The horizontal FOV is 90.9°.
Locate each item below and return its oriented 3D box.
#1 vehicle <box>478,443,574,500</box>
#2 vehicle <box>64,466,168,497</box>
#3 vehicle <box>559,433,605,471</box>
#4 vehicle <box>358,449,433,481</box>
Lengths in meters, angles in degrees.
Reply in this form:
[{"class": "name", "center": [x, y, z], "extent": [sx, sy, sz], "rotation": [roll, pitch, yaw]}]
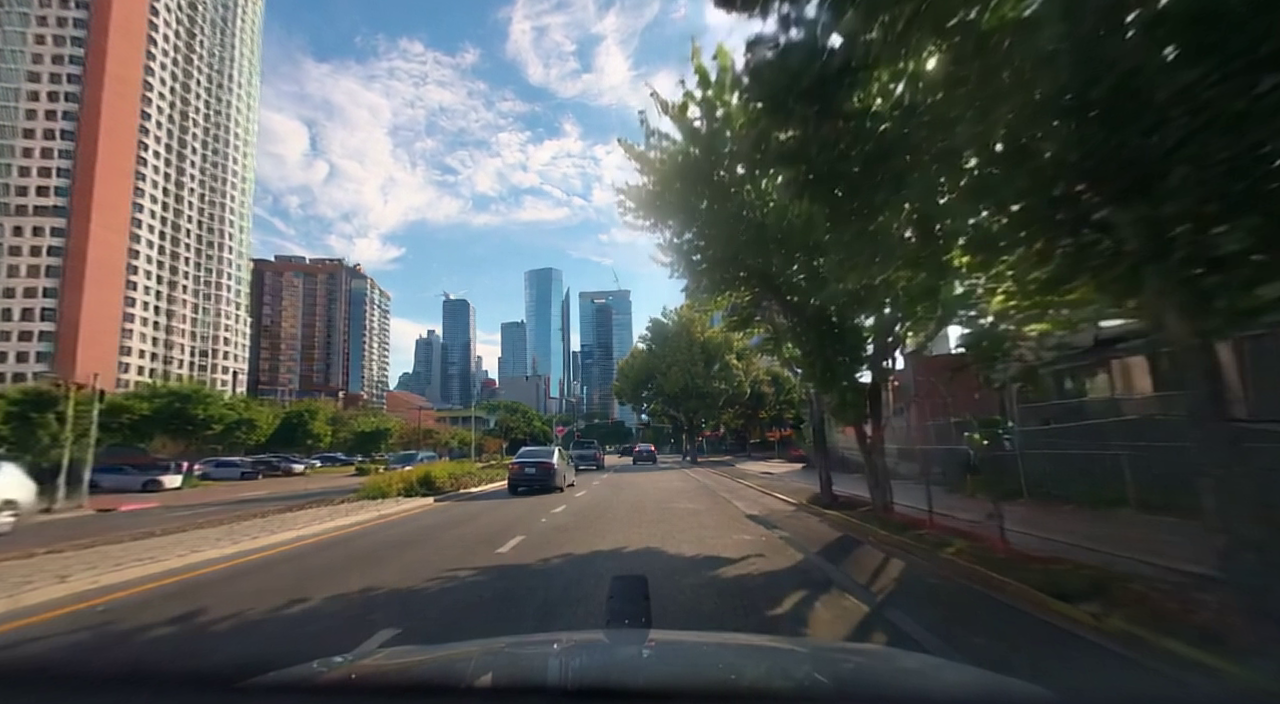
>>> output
[{"class": "vehicle", "center": [-3.096, 3.349, 18.034], "extent": [1.959, 1.406, 4.272], "rotation": [0, -9, 0]}, {"class": "vehicle", "center": [-28.009, 6.920, 33.782], "extent": [3.891, 1.483, 1.884], "rotation": [-1, -9, 0]}, {"class": "vehicle", "center": [-3.246, 5.730, 36.134], "extent": [2.152, 1.987, 4.527], "rotation": [0, -9, 1]}, {"class": "vehicle", "center": [-13.264, 6.129, 34.517], "extent": [2.036, 1.649, 4.664], "rotation": [0, -9, 3]}]
